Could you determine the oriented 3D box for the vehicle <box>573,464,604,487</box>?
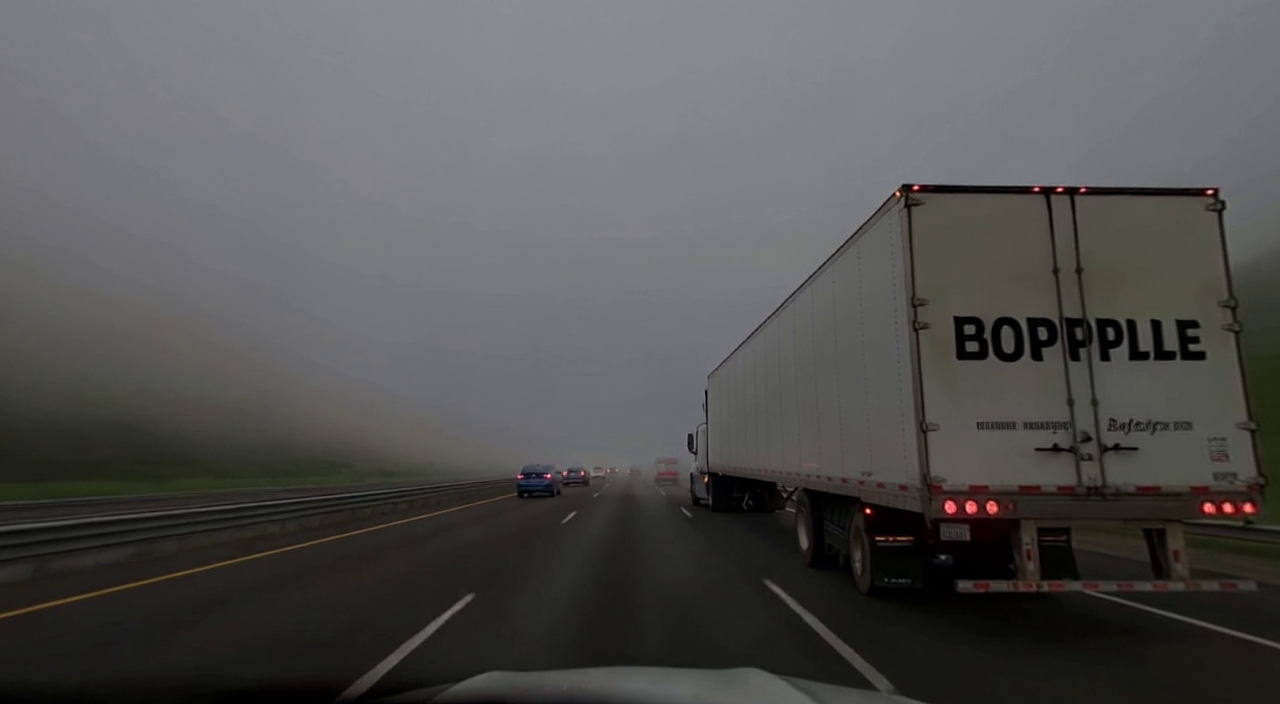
[{"bbox_3d":[-3.975,9.678,49.316,2.063,1.671,4.197,1,-11,0],"label":"vehicle"}]

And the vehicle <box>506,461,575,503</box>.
[{"bbox_3d":[-4.086,5.472,26.805,2.088,1.566,4.853,1,-11,1],"label":"vehicle"}]

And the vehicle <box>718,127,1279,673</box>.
[{"bbox_3d":[3.791,1.491,11.604,2.839,4.062,14.051,1,-11,0],"label":"vehicle"}]
